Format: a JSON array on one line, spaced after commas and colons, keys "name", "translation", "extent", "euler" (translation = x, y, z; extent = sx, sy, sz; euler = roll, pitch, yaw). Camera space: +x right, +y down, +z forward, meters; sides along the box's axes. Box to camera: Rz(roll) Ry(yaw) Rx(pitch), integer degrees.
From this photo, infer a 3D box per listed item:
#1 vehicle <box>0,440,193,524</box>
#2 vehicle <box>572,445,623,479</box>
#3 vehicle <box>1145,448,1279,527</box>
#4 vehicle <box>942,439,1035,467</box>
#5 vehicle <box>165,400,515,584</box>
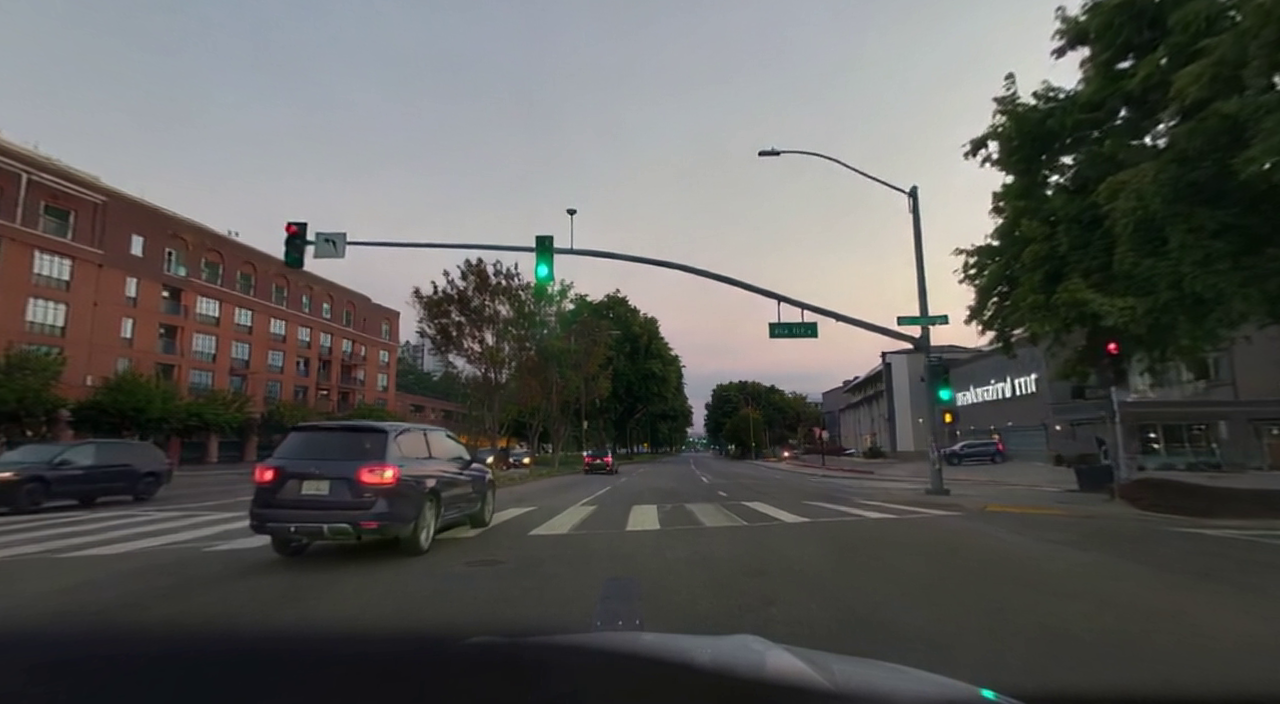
[{"name": "vehicle", "translation": [-11.868, 2.568, 12.958], "extent": [1.914, 1.433, 4.455], "euler": [-1, -9, 4]}, {"name": "vehicle", "translation": [-2.102, 5.612, 32.425], "extent": [1.976, 1.571, 4.649], "euler": [-1, -9, 4]}, {"name": "vehicle", "translation": [13.644, 2.830, 13.777], "extent": [5.074, 1.442, 2.216], "euler": [5, -10, -29]}, {"name": "vehicle", "translation": [25.921, 7.579, 47.346], "extent": [2.429, 1.938, 6.118], "euler": [2, -9, -14]}, {"name": "vehicle", "translation": [-3.522, 1.784, 8.878], "extent": [2.305, 1.833, 4.912], "euler": [-1, -9, 3]}]
